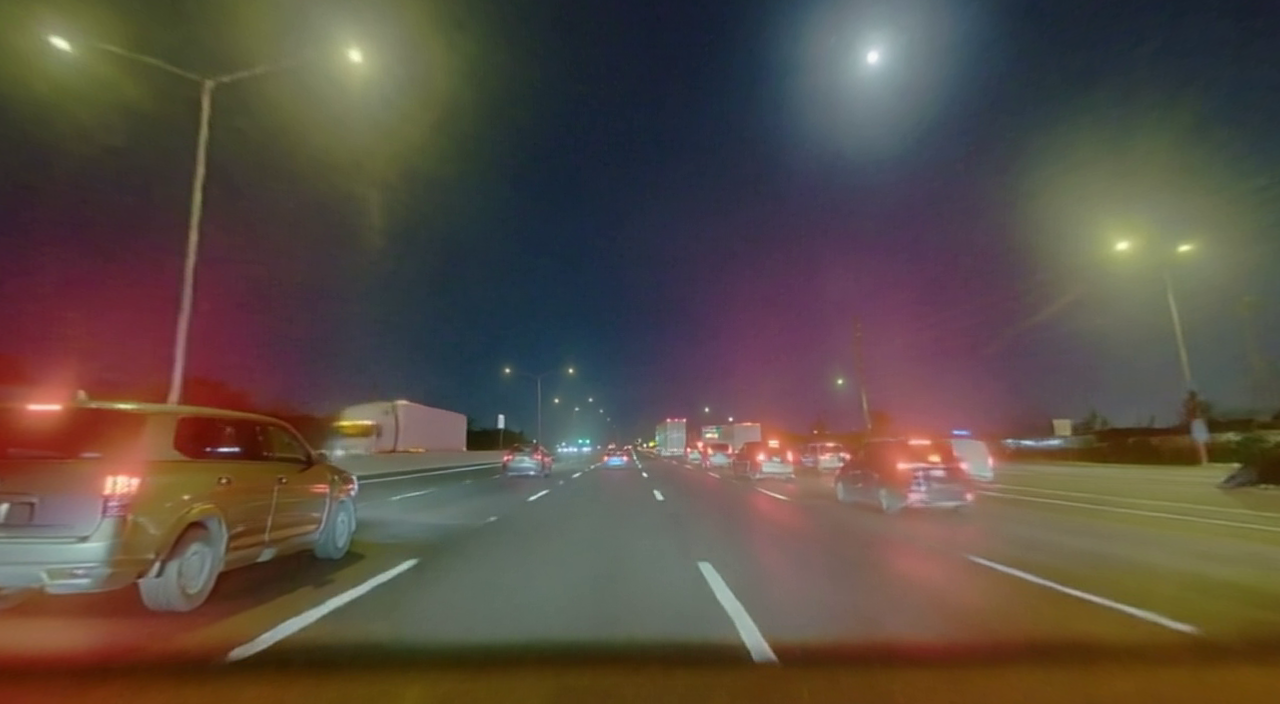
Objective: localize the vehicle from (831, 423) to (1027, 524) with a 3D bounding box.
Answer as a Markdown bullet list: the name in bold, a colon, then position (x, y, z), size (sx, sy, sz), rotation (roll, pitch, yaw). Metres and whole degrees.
- **vehicle**: position (5.587, 2.392, 12.884), size (1.977, 1.705, 4.078), rotation (1, -9, -1)

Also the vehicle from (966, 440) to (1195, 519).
- **vehicle**: position (9.891, 2.863, 14.748), size (1.969, 1.521, 4.580), rotation (1, -9, -1)

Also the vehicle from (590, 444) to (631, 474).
- **vehicle**: position (-1.531, 5.760, 34.073), size (2.060, 1.508, 4.308), rotation (1, -9, -1)

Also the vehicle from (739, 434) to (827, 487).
- **vehicle**: position (5.330, 4.116, 24.213), size (2.086, 1.783, 4.868), rotation (1, -9, -2)

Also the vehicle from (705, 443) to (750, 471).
- **vehicle**: position (5.246, 6.334, 38.162), size (1.978, 1.607, 4.245), rotation (1, -9, -2)

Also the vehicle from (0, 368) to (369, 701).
- **vehicle**: position (-4.367, 1.247, 5.428), size (2.127, 1.705, 4.374), rotation (1, -9, -1)

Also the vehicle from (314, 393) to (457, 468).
- **vehicle**: position (-14.291, 4.799, 37.339), size (3.082, 3.601, 13.571), rotation (1, -9, -1)

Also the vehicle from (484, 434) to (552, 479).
- **vehicle**: position (-5.372, 4.678, 28.389), size (2.147, 1.825, 4.602), rotation (0, -9, 0)
